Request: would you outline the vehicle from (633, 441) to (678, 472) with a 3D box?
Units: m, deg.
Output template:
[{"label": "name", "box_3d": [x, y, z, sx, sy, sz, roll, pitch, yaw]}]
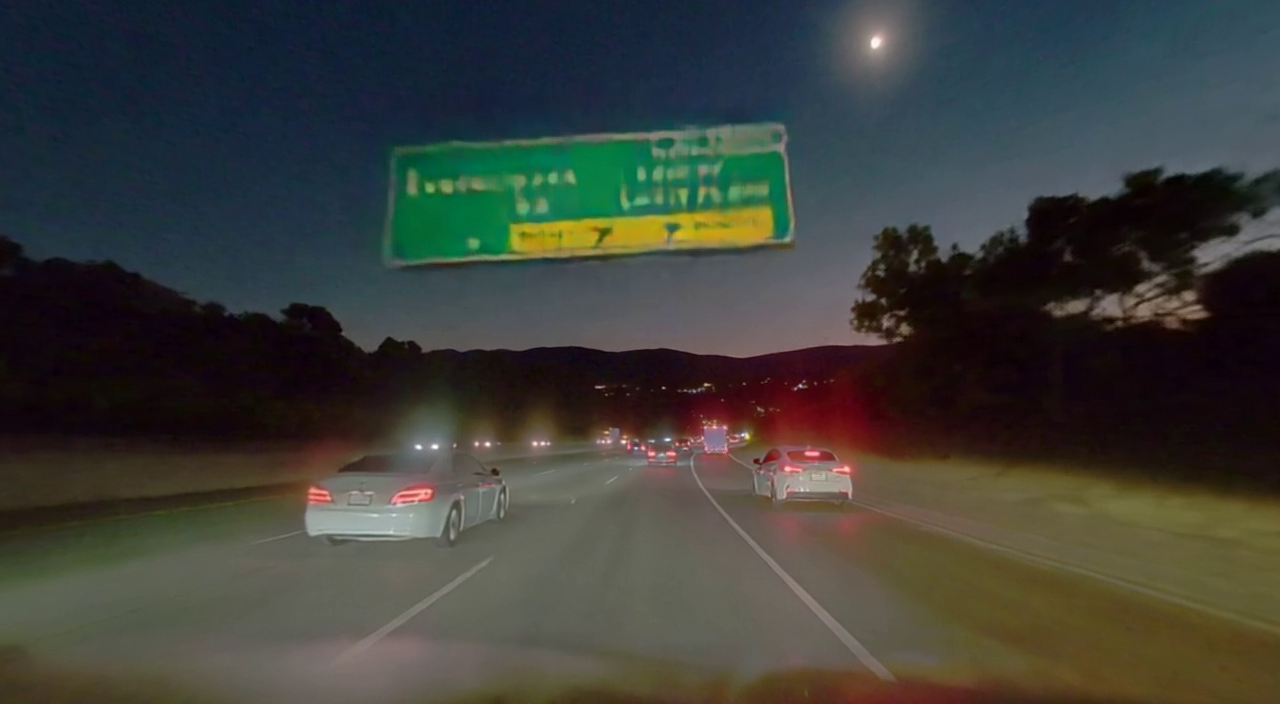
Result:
[{"label": "vehicle", "box_3d": [0.877, 5.415, 32.931, 2.202, 1.467, 3.929, -1, -8, 4]}]

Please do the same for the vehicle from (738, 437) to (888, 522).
[{"label": "vehicle", "box_3d": [3.428, 2.602, 13.486, 2.013, 1.464, 4.317, 1, -8, 0]}]

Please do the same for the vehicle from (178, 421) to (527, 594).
[{"label": "vehicle", "box_3d": [-2.951, 1.712, 7.957, 2.031, 1.491, 4.792, 0, -8, 2]}]

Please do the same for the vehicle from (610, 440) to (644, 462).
[{"label": "vehicle", "box_3d": [-0.913, 7.410, 47.306, 2.010, 1.482, 4.230, 0, -8, 5]}]
